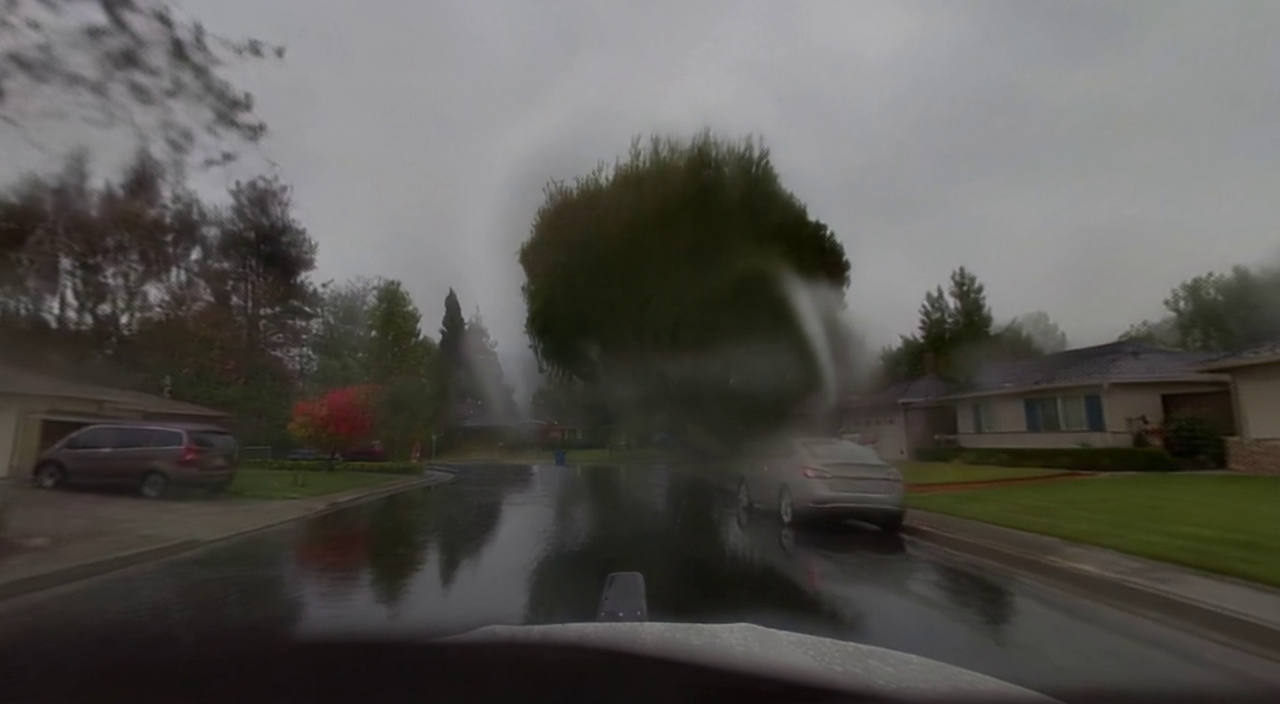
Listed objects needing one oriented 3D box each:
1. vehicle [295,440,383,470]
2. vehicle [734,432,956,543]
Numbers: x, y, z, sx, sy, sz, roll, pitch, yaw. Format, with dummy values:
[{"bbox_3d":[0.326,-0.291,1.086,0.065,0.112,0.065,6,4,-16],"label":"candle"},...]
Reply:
[{"bbox_3d":[-18.064,6.176,37.835,4.330,1.657,2.037,-2,-9,14],"label":"vehicle"},{"bbox_3d":[3.159,2.189,10.969,1.998,1.489,4.722,0,-8,-4],"label":"vehicle"}]
